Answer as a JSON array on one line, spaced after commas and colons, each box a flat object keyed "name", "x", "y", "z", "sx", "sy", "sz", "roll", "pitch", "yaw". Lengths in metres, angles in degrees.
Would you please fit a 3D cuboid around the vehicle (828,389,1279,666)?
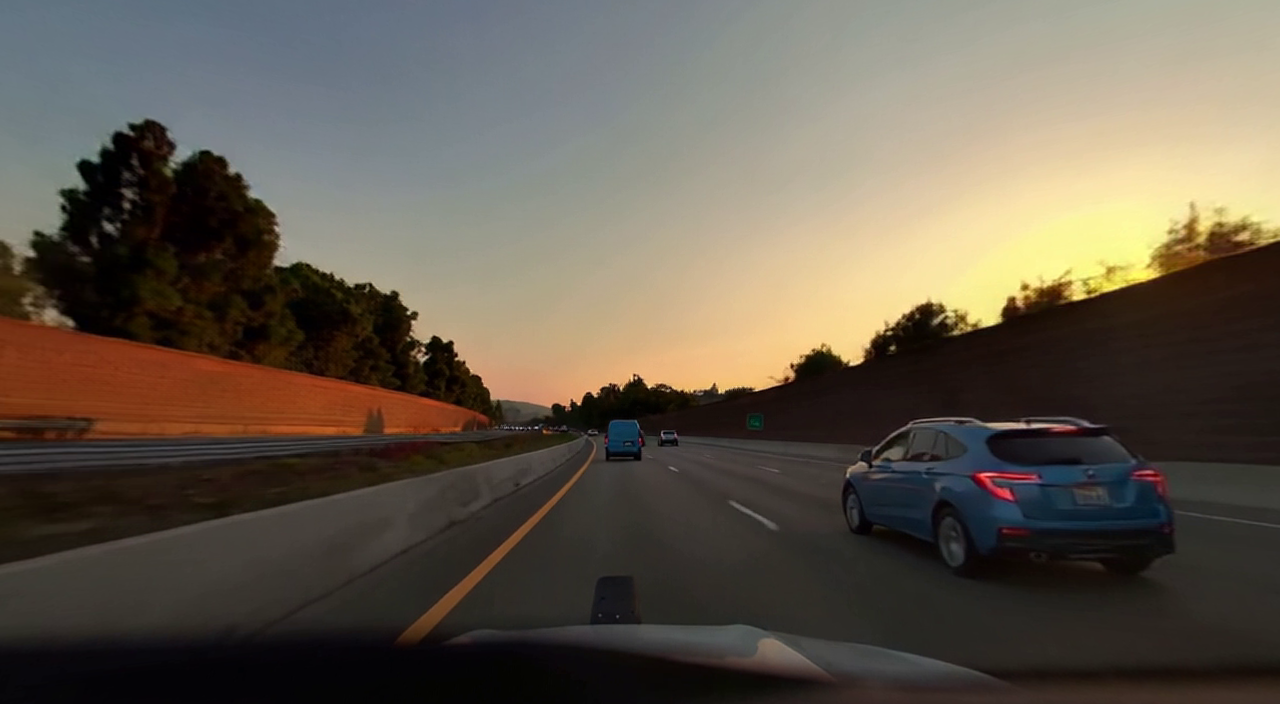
[{"name": "vehicle", "x": 3.438, "y": 1.293, "z": 5.755, "sx": 2.078, "sy": 1.600, "sz": 4.012, "roll": 0, "pitch": -8, "yaw": -2}]

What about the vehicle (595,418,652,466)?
[{"name": "vehicle", "x": -0.807, "y": 4.116, "z": 29.017, "sx": 2.403, "sy": 1.994, "sz": 4.683, "roll": 0, "pitch": -8, "yaw": -3}]
